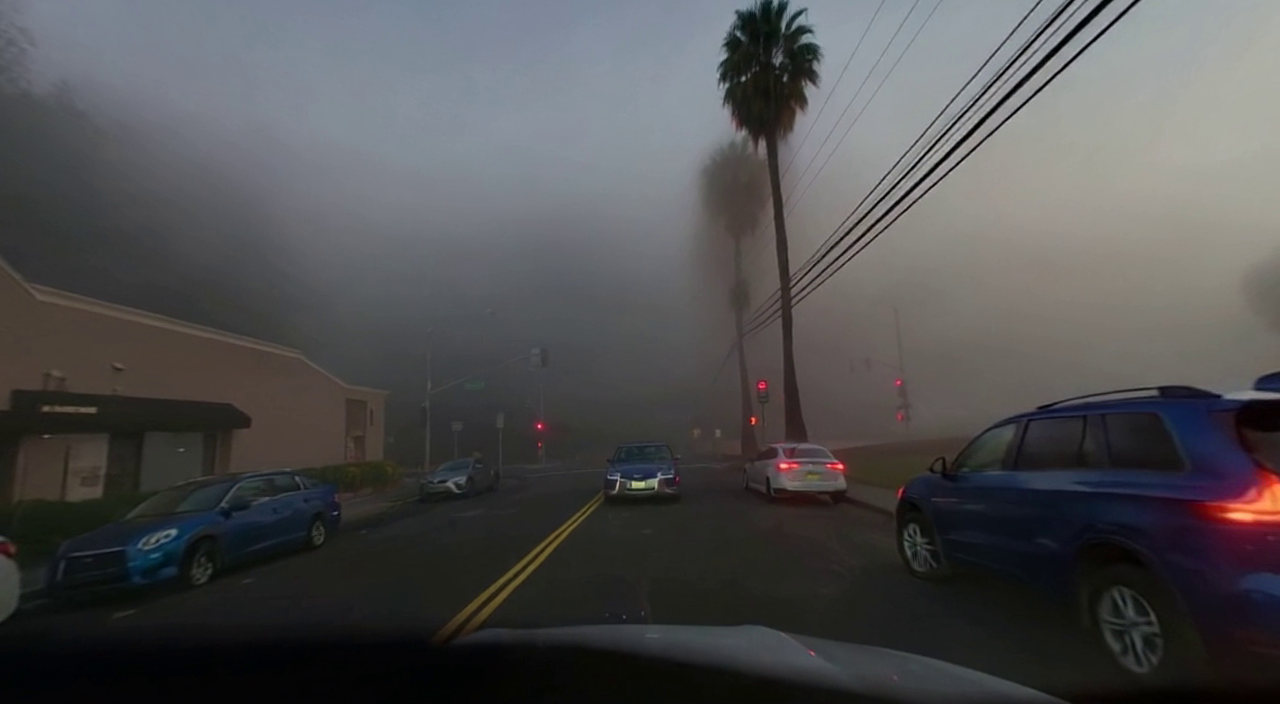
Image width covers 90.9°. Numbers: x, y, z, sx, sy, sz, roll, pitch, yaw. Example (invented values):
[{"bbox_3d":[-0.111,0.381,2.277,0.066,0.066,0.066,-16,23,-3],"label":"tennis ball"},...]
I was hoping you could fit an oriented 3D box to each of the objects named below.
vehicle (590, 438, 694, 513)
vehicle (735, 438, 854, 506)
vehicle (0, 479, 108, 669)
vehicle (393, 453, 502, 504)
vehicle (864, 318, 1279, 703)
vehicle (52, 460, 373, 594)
[{"bbox_3d":[0.025,2.763,14.632,2.060,1.452,4.078,0,-8,-1],"label":"vehicle"},{"bbox_3d":[3.645,2.901,15.756,1.821,1.417,4.454,0,-8,0],"label":"vehicle"},{"bbox_3d":[-6.162,1.622,3.727,1.874,1.472,4.668,0,-8,2],"label":"vehicle"},{"bbox_3d":[-6.319,4.189,21.338,2.105,1.469,4.693,0,-8,1],"label":"vehicle"},{"bbox_3d":[3.654,1.102,4.778,2.099,1.786,5.198,0,-8,1],"label":"vehicle"},{"bbox_3d":[-6.120,2.506,9.887,1.850,1.482,4.454,0,-8,1],"label":"vehicle"}]
